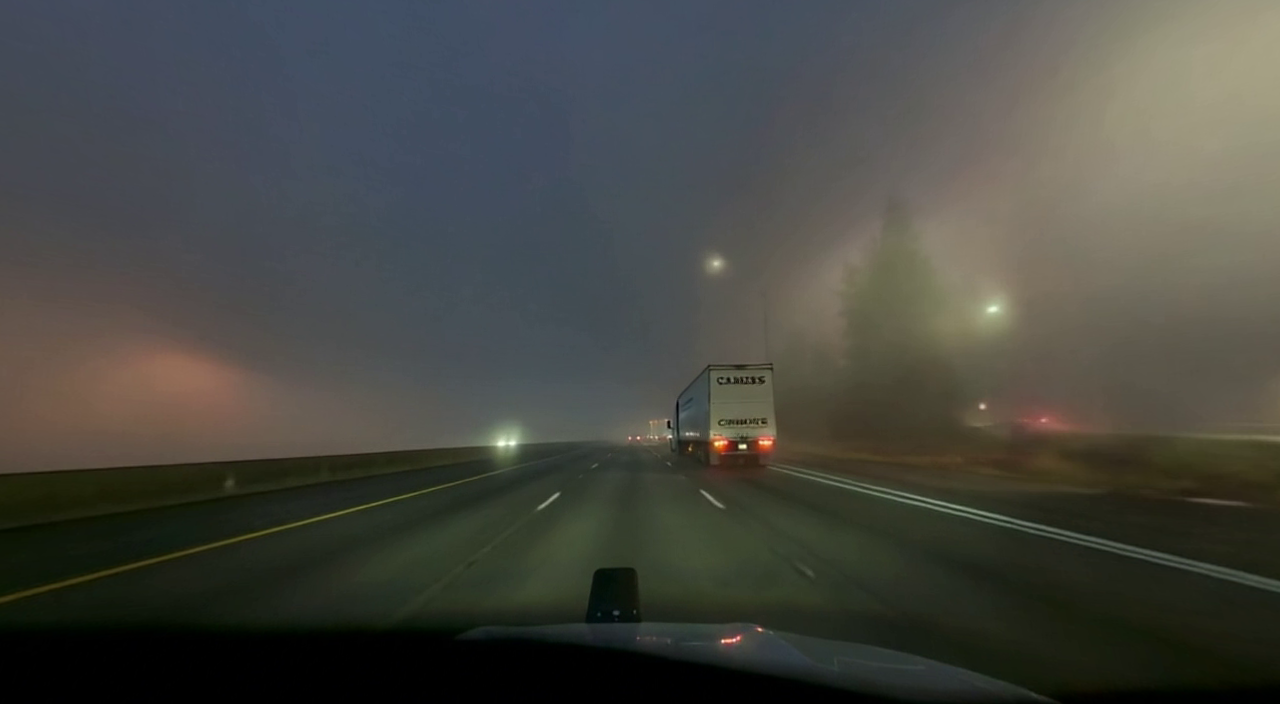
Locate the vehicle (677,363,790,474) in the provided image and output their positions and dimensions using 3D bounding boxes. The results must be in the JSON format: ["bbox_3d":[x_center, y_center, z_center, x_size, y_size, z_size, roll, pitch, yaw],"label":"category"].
[{"bbox_3d":[3.885,3.453,30.561,2.976,4.064,14.619,0,-8,-1],"label":"vehicle"}]
